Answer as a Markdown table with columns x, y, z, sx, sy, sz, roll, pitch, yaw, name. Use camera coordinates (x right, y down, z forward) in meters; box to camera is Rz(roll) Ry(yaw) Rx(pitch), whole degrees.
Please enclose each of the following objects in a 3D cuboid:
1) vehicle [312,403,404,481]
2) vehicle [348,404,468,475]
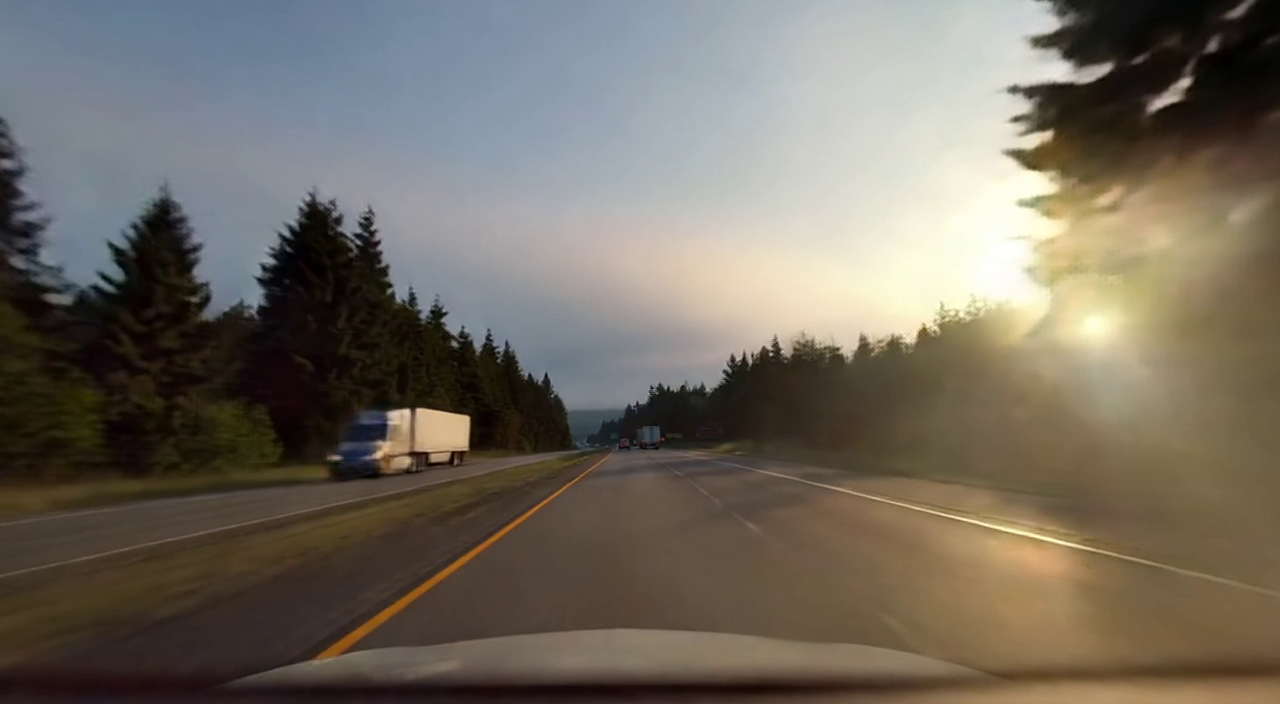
| x | y | z | sx | sy | sz | roll | pitch | yaw | name |
| --- | --- | --- | --- | --- | --- | --- | --- | --- | --- |
| -14.008 | 4.479 | 31.578 | 2.988 | 3.641 | 3.403 | 0 | -8 | -1 | vehicle |
| -14.148 | 5.576 | 40.146 | 2.908 | 3.776 | 13.054 | 0 | -8 | -1 | vehicle |
